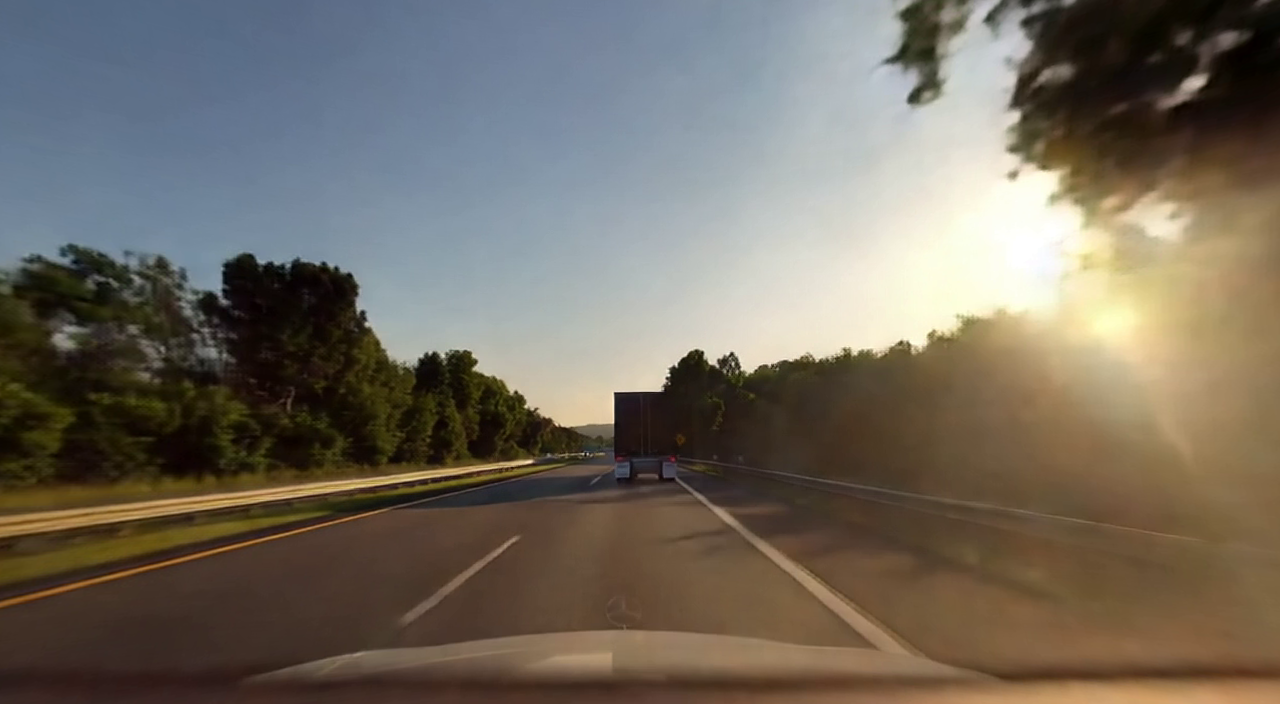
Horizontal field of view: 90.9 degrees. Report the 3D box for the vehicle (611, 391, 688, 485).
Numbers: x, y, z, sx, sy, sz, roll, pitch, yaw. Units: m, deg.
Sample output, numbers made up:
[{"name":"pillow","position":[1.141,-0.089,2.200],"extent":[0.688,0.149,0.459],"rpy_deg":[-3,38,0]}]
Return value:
[{"name":"vehicle","position":[0.236,3.903,28.155],"extent":[2.913,3.530,8.648],"rpy_deg":[0,-9,-2]}]
